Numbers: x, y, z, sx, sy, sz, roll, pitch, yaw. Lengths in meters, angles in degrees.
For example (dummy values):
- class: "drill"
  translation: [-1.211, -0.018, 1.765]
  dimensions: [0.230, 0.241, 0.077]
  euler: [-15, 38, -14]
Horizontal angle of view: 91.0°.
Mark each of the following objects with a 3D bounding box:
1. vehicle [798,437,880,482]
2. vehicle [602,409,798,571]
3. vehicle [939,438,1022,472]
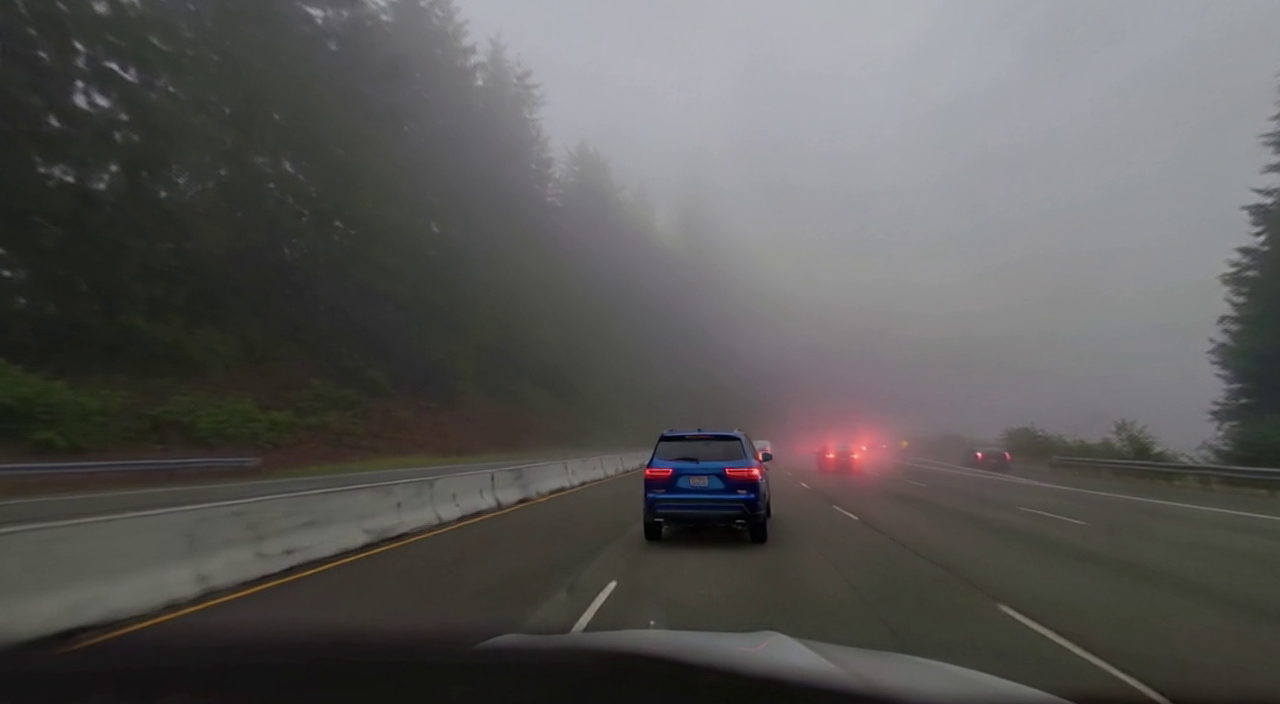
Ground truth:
- class: "vehicle"
  translation: [7.078, 3.860, 22.918]
  dimensions: [1.962, 1.442, 4.536]
  euler: [-1, -8, 6]
- class: "vehicle"
  translation: [0.921, 1.713, 8.626]
  dimensions: [2.021, 1.635, 4.085]
  euler: [-1, -8, 9]
- class: "vehicle"
  translation: [15.924, 4.818, 29.742]
  dimensions: [1.990, 1.478, 4.475]
  euler: [-1, -8, 9]
